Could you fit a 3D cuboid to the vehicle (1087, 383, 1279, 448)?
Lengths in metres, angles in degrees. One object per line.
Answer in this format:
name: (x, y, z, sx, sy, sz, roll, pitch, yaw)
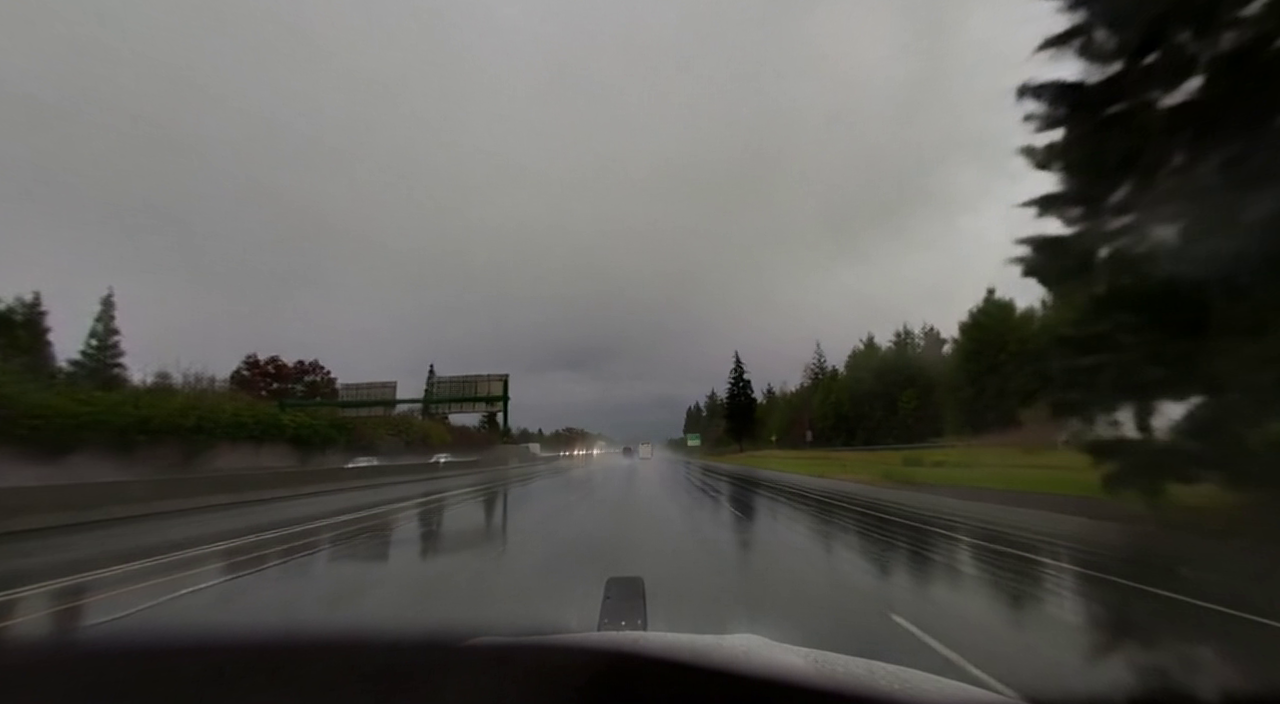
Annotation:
vehicle: (40.698, 5.107, 47.137, 2.876, 4.046, 13.881, 1, -9, -8)
